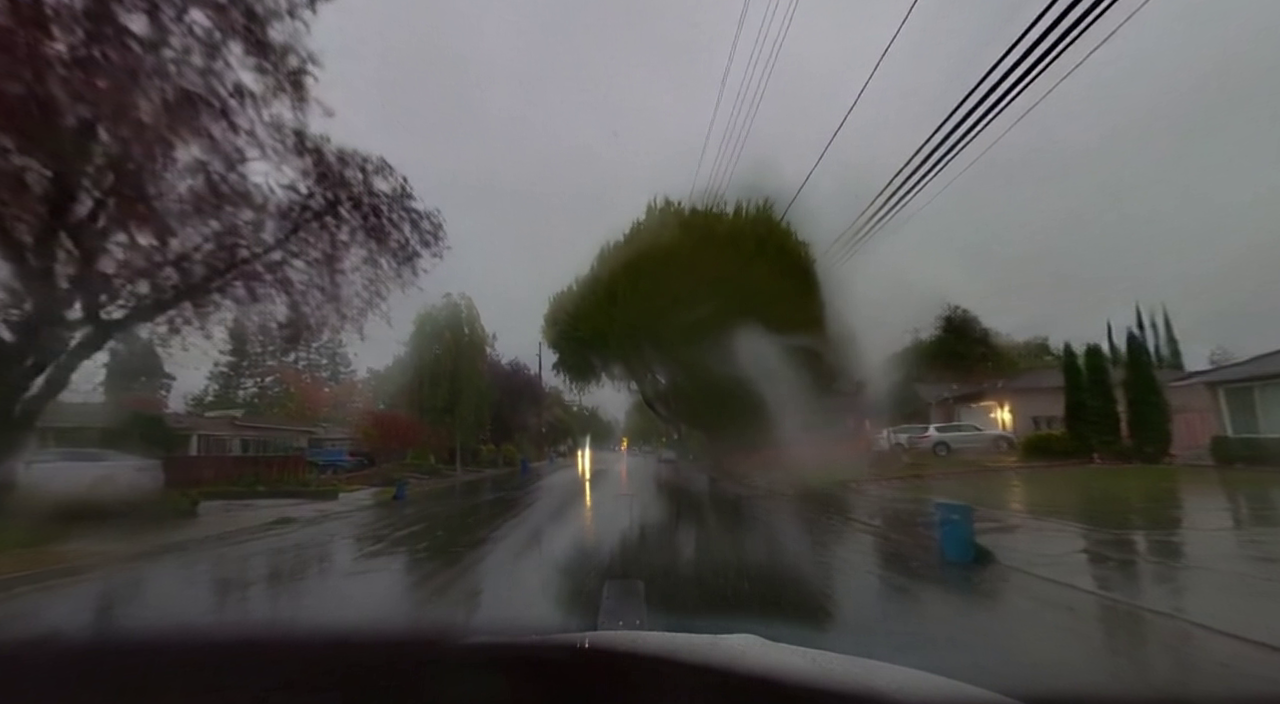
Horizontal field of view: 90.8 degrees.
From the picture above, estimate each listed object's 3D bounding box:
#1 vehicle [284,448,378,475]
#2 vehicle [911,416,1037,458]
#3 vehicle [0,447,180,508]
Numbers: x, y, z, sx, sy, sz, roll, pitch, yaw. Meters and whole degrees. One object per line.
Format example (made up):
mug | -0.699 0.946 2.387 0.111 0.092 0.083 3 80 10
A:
vehicle | -18.119 6.398 37.136 4.519 1.426 1.903 8 -12 -42
vehicle | 15.058 3.852 28.674 4.562 1.832 1.987 0 -8 -3
vehicle | -15.002 3.224 16.591 4.477 1.449 1.922 5 -10 -32
